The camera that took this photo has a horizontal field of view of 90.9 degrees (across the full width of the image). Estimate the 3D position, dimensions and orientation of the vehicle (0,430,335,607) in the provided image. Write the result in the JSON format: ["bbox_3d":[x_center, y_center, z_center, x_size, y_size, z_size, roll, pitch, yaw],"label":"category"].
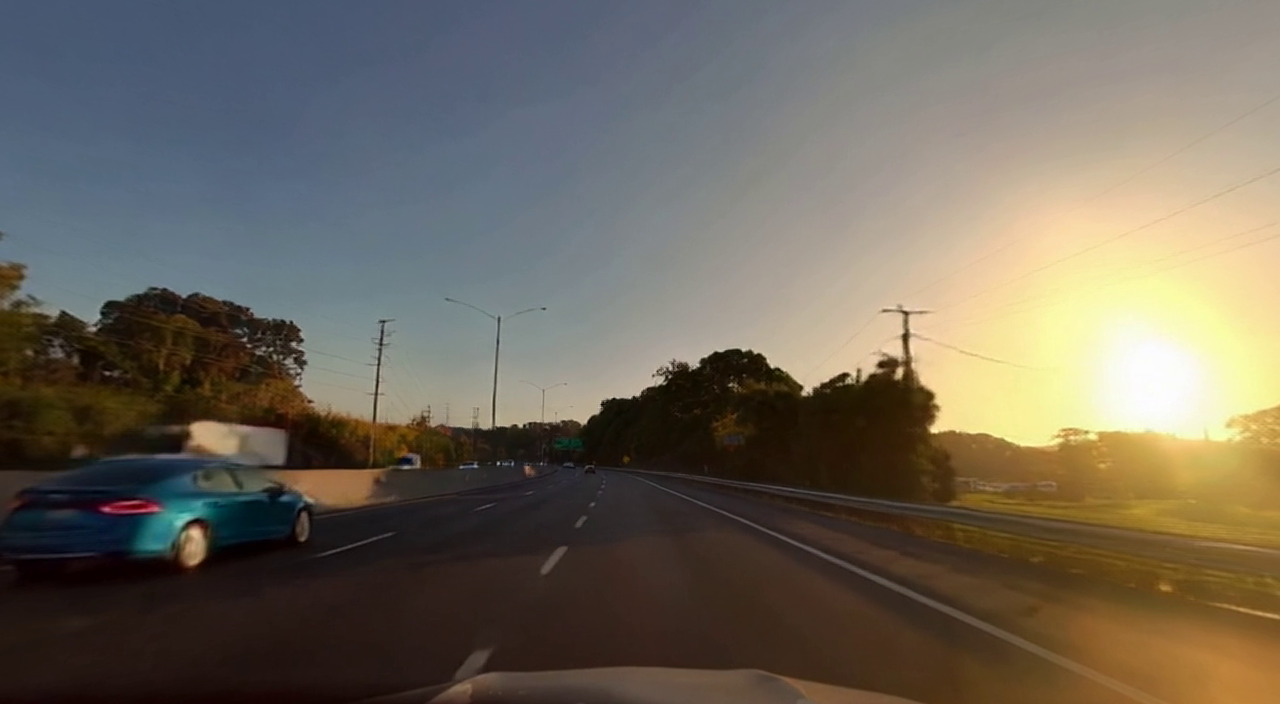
[{"bbox_3d":[-6.284,2.027,8.449,2.194,1.704,4.421,1,-10,-1],"label":"vehicle"}]
